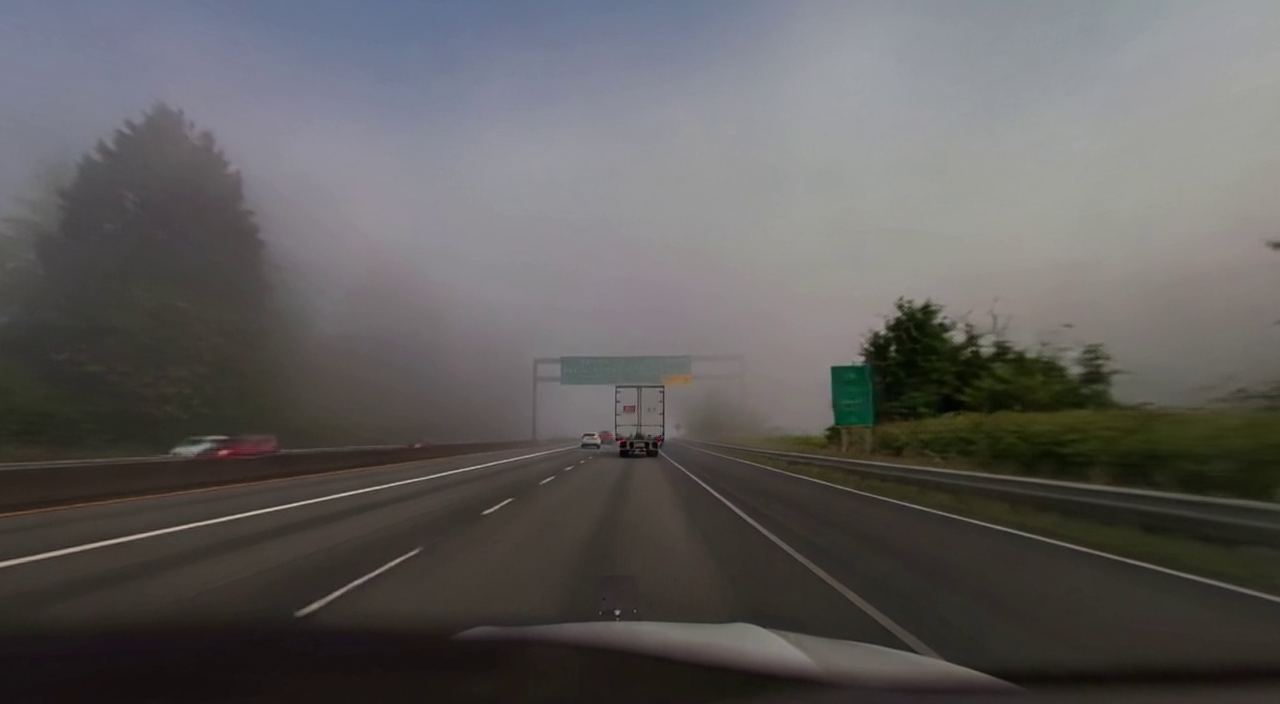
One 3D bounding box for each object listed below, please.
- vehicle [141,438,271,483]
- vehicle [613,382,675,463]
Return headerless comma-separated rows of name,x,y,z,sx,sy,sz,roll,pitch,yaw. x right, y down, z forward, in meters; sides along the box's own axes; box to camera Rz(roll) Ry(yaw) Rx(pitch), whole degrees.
vehicle,-17.770,4.426,26.137,2.091,1.672,4.610,0,-8,1
vehicle,0.114,3.838,33.385,2.855,3.741,8.587,0,-8,-1
